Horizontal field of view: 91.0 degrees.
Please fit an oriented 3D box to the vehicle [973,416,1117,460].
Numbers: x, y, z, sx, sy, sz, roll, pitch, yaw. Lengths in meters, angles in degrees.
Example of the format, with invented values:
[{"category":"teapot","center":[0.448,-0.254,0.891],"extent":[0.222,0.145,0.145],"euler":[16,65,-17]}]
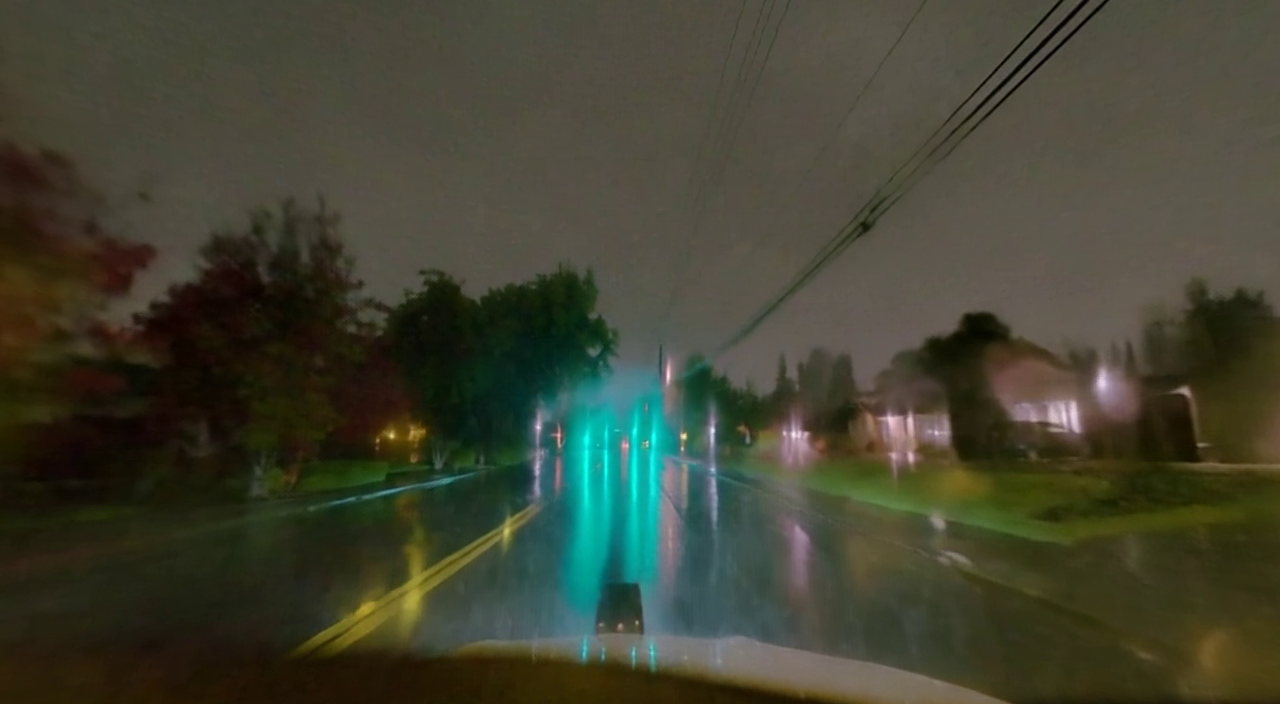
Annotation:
[{"category":"vehicle","center":[16.955,3.629,26.522],"extent":[4.562,1.736,2.092],"euler":[0,-8,-2]}]
